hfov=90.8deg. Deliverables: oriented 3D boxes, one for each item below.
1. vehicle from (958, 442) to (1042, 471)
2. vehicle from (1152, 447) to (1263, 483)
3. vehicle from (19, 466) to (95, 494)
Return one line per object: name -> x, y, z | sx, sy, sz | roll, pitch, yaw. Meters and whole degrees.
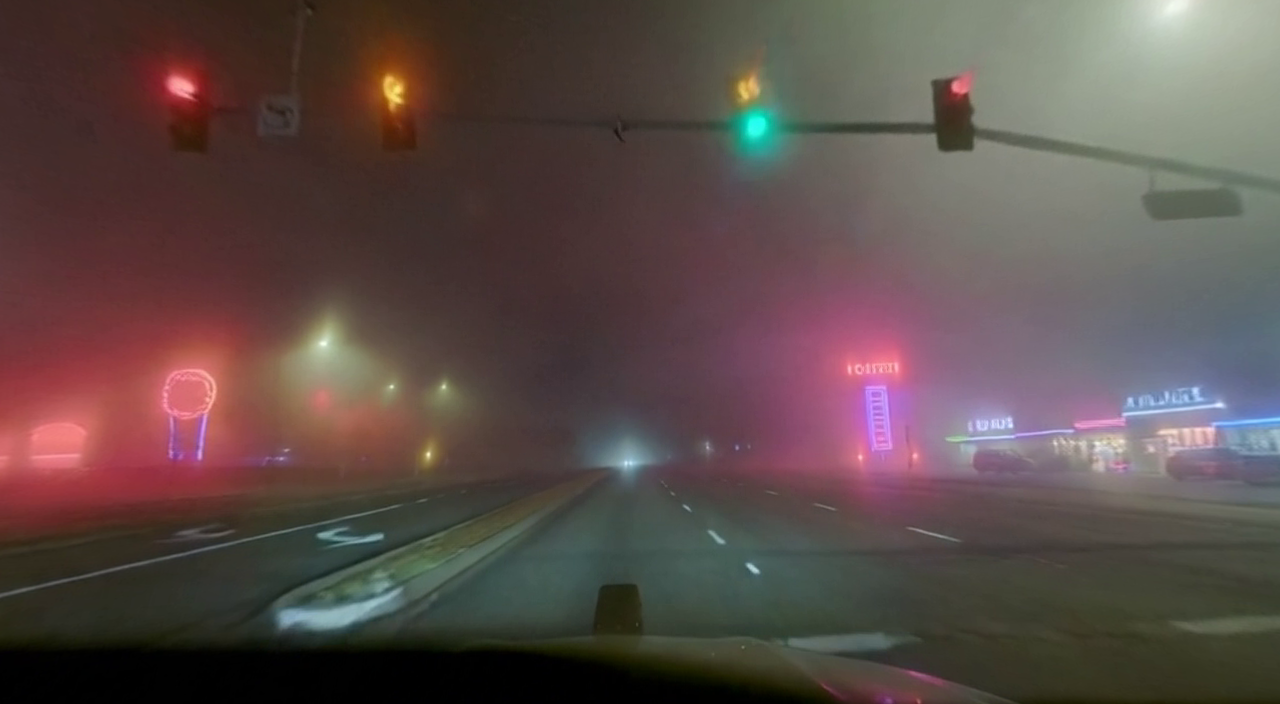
vehicle -> 20.349, 5.912, 35.780 | 3.576, 1.443, 1.822 | -2, -8, -2
vehicle -> 22.599, 4.490, 25.199 | 3.280, 1.344, 1.518 | 2, -9, -12
vehicle -> -37.176, 8.145, 40.251 | 4.301, 1.605, 1.898 | -4, -10, 25
